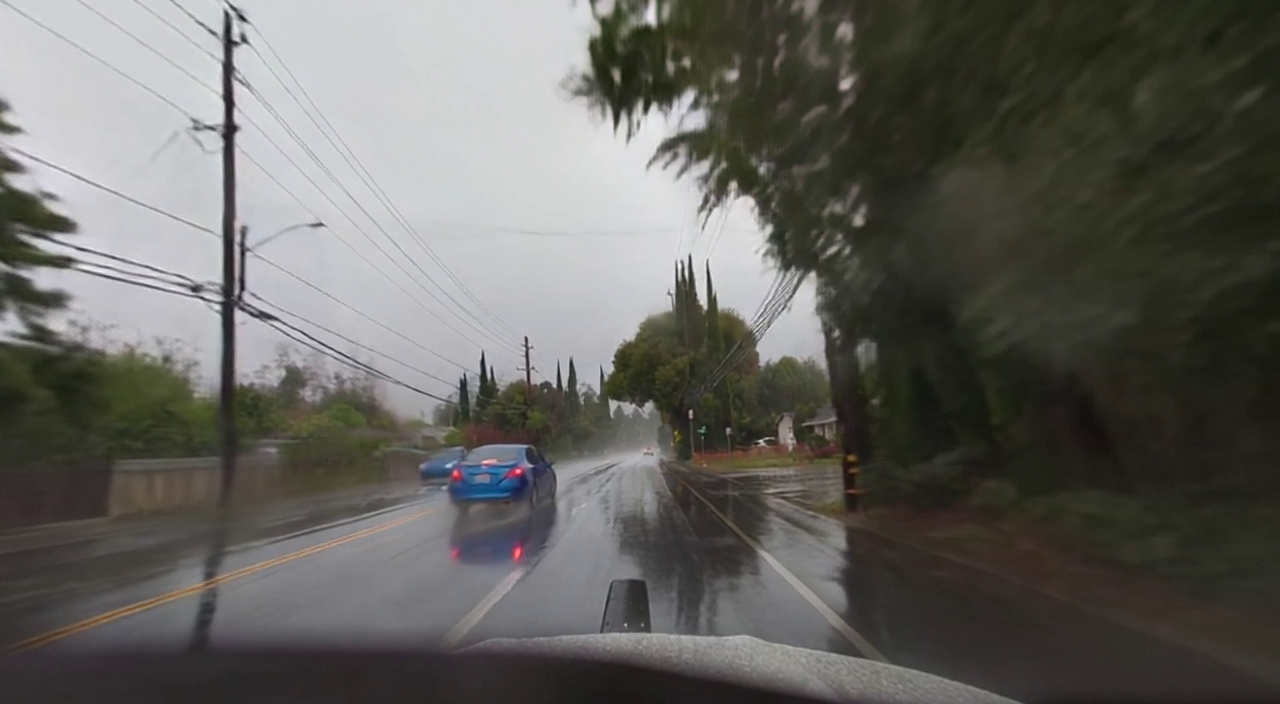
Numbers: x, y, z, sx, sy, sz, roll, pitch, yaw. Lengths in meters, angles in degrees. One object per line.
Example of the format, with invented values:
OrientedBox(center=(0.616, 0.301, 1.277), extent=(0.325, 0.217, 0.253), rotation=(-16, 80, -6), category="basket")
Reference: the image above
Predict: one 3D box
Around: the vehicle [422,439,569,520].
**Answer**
OrientedBox(center=(-3.031, 2.785, 14.506), extent=(2.085, 1.512, 5.023), rotation=(0, -8, 1), category="vehicle")
